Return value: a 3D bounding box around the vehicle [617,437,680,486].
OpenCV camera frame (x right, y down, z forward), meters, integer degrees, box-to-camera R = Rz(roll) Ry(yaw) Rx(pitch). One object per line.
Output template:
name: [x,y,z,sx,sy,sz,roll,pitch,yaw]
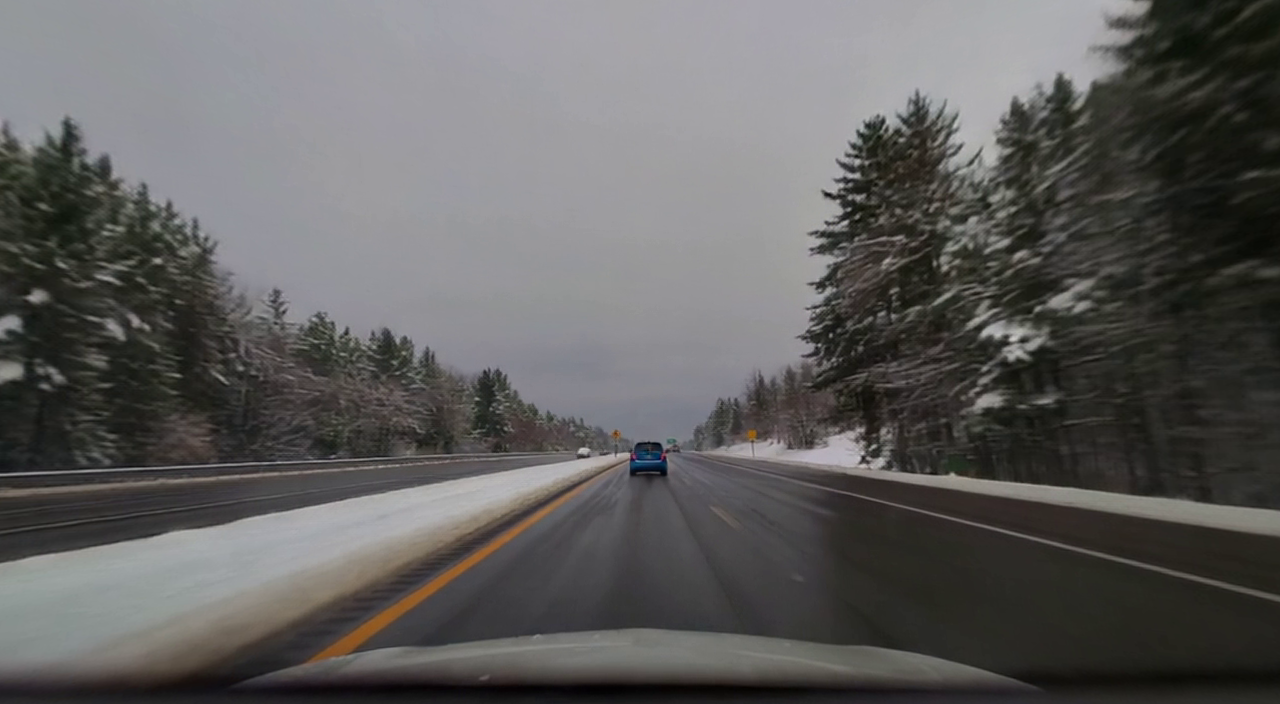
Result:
vehicle: [0.324,4.128,23.983,2.190,1.706,4.062,0,-9,1]
